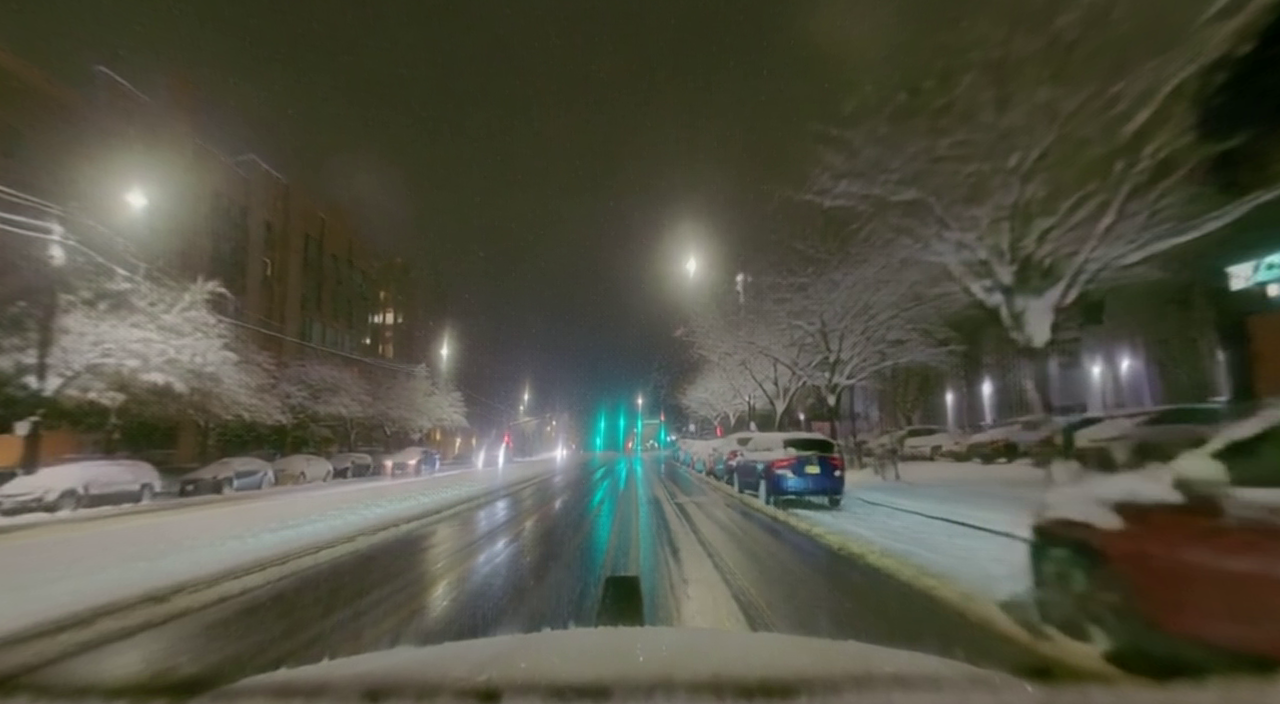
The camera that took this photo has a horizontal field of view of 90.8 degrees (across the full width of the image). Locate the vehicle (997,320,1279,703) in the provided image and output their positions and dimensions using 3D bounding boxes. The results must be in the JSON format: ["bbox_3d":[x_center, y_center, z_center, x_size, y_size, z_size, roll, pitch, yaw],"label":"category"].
[{"bbox_3d":[3.561,0.669,1.925,2.012,1.748,4.849,0,-8,-1],"label":"vehicle"}]

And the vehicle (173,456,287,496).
[{"bbox_3d":[-17.872,5.397,27.865,1.932,1.510,4.685,0,-8,-1],"label":"vehicle"}]

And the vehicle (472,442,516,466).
[{"bbox_3d":[-11.412,8.002,49.634,2.127,1.752,4.889,0,-8,2],"label":"vehicle"}]

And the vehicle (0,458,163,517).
[{"bbox_3d":[-17.912,4.183,20.083,1.826,1.544,4.680,0,-8,0],"label":"vehicle"}]

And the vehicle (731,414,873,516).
[{"bbox_3d":[3.397,2.463,14.217,1.935,1.920,4.397,0,-8,-1],"label":"vehicle"}]

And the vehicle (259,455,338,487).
[{"bbox_3d":[-17.917,6.236,33.398,1.780,1.463,4.573,0,-8,-2],"label":"vehicle"}]

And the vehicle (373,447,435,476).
[{"bbox_3d":[-14.560,6.767,39.282,2.150,1.700,4.442,0,-8,0],"label":"vehicle"}]
